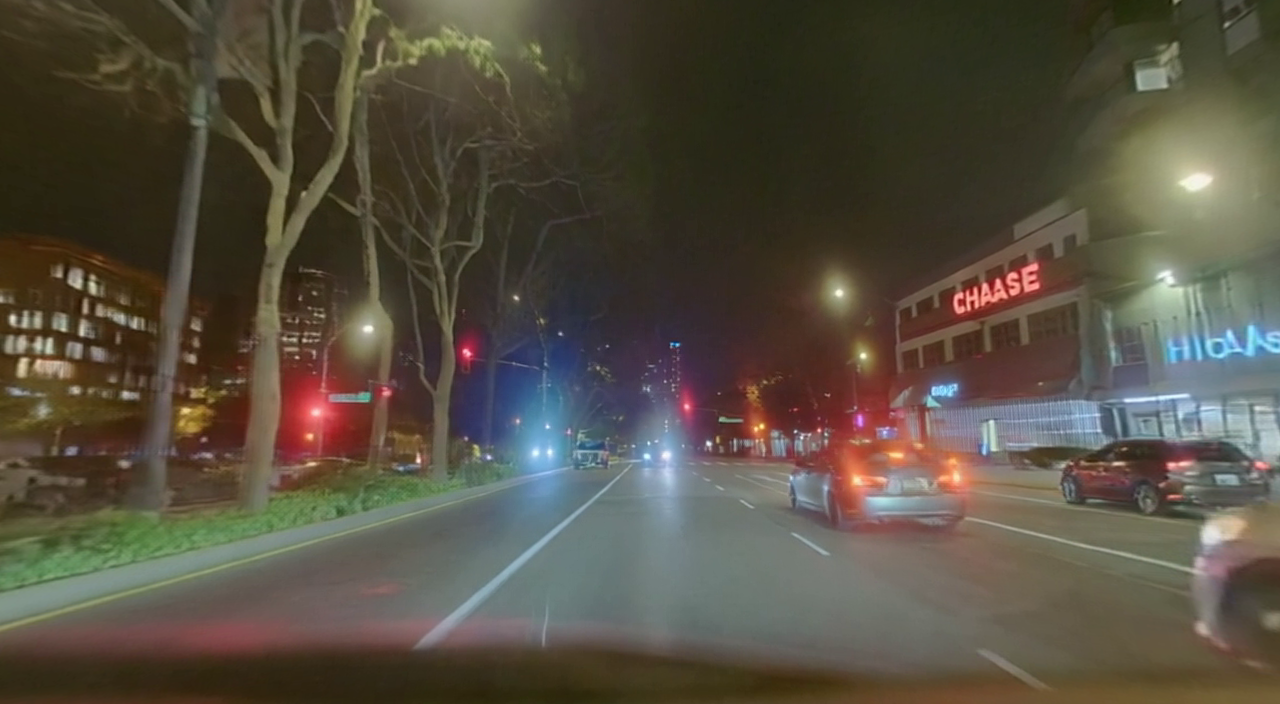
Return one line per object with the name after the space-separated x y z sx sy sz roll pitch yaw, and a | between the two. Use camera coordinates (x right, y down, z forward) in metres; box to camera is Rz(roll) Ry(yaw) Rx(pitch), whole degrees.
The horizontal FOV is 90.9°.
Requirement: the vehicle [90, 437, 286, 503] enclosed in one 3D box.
-14.999 3.916 21.560 2.337 1.895 5.872 0 -8 0 | vehicle

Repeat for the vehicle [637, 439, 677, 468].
0.920 5.553 34.671 2.059 1.477 3.988 0 -8 1 | vehicle

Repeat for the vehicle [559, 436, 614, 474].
-2.452 4.856 29.939 2.057 1.678 4.639 -1 -8 2 | vehicle

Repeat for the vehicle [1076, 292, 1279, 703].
3.357 0.469 0.662 2.282 1.797 4.924 0 -8 1 | vehicle

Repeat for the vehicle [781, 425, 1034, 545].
3.949 2.052 10.515 2.109 1.510 4.927 0 -8 1 | vehicle

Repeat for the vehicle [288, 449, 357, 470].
-24.888 8.431 49.491 4.687 1.482 1.914 4 -9 -28 | vehicle

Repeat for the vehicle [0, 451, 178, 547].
-10.978 2.549 11.403 1.884 1.456 4.356 0 -8 1 | vehicle
